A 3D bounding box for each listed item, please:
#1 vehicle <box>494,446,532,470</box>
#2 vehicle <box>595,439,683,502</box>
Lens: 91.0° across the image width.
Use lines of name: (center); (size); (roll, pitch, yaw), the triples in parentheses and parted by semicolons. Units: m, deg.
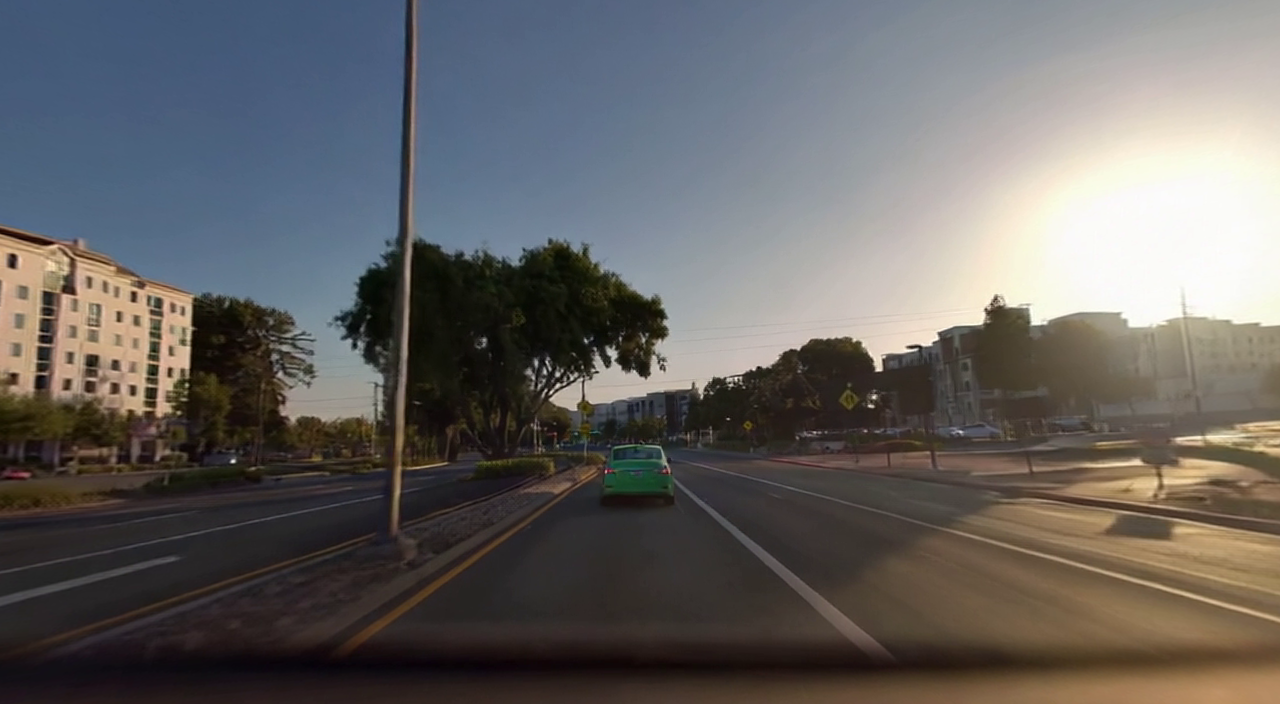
vehicle: (-9.297, 7.813, 46.481); (1.903, 1.476, 4.395); (-5, -8, -1)
vehicle: (-0.065, 3.151, 17.155); (2.126, 1.475, 3.967); (0, -9, -1)
